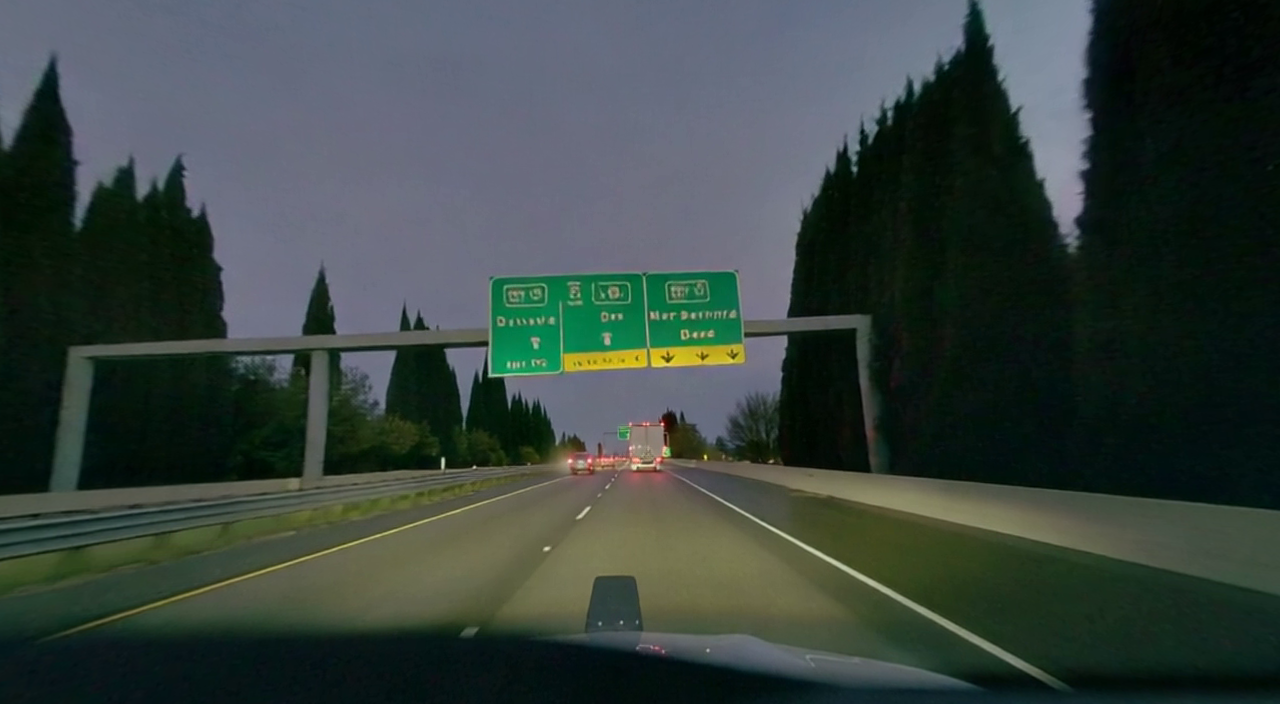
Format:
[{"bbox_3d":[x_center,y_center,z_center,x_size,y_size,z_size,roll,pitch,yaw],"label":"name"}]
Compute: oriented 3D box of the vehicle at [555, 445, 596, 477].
[{"bbox_3d":[-4.207,7.184,41.823,2.168,1.980,4.622,0,-9,0],"label":"vehicle"}]
